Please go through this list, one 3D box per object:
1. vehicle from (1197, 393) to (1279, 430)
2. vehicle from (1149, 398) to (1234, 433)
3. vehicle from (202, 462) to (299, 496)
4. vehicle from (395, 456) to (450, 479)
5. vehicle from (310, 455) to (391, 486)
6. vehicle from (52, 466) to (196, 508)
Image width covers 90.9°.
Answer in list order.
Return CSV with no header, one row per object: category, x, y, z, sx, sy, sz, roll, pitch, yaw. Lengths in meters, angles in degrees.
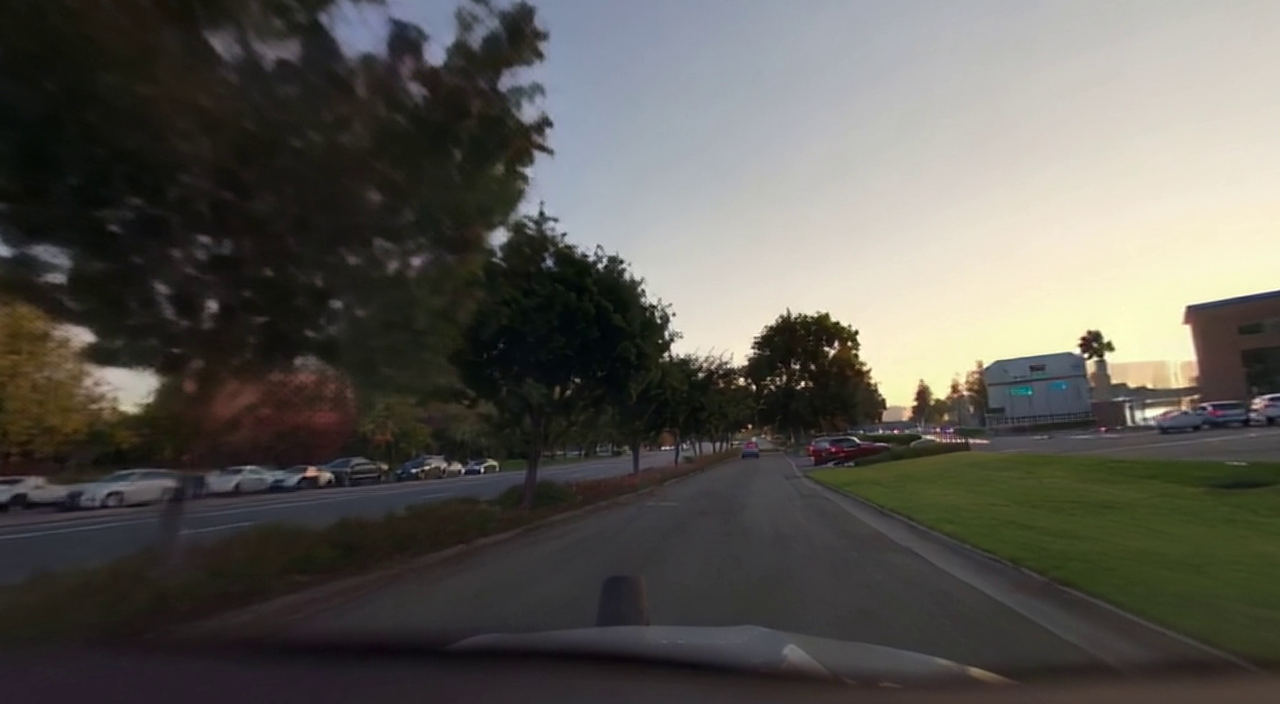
vehicle,28.950,2.845,30.125,3.327,1.369,1.514,-4,-10,-11
vehicle,29.301,3.392,33.511,3.335,1.398,1.535,-4,-10,-14
vehicle,-20.273,6.623,33.045,1.851,1.450,4.396,-8,-11,10
vehicle,-16.726,8.911,48.700,1.918,1.503,4.632,-7,-11,11
vehicle,-18.517,7.623,40.598,1.967,1.683,5.223,-8,-12,12
vehicle,-21.541,5.597,26.557,1.832,1.473,4.377,-2,-9,13
